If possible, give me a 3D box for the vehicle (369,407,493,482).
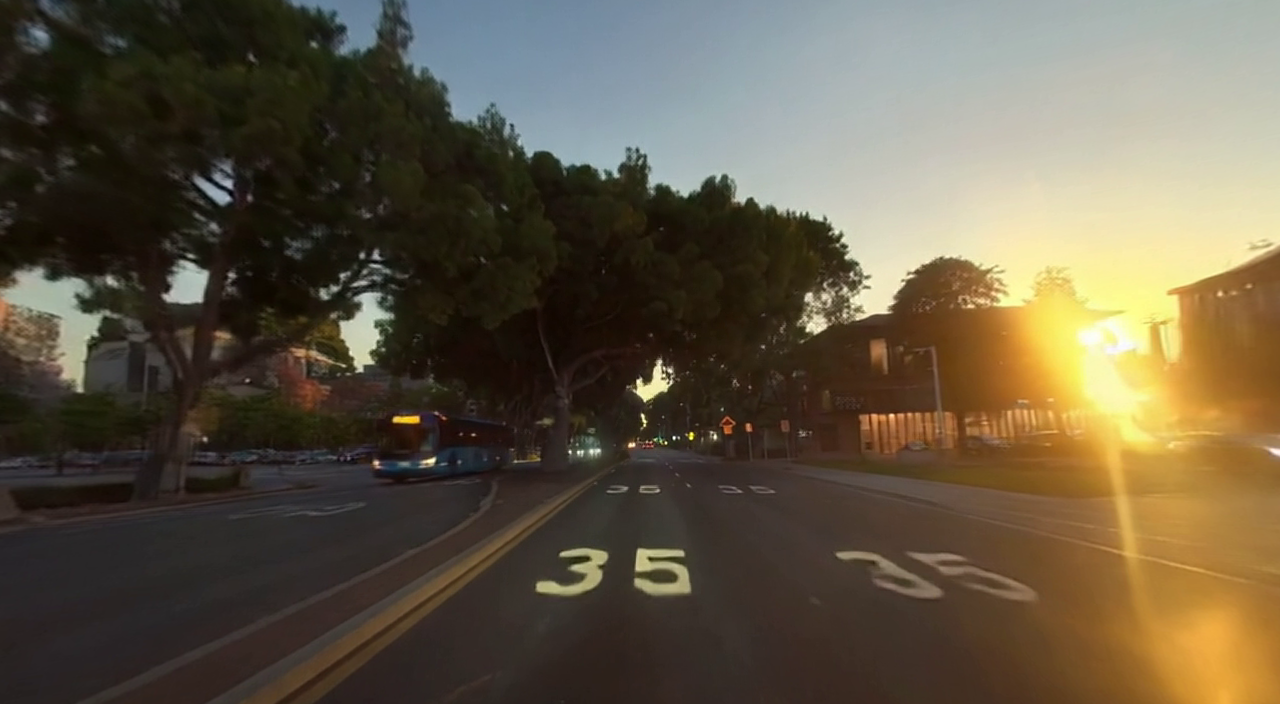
[{"bbox_3d":[-10.776,5.000,34.038,3.052,3.397,10.003,0,-8,1],"label":"vehicle"}]

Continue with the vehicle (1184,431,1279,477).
[{"bbox_3d":[21.080,3.344,20.753,4.404,1.440,1.900,-1,-8,3],"label":"vehicle"}]
